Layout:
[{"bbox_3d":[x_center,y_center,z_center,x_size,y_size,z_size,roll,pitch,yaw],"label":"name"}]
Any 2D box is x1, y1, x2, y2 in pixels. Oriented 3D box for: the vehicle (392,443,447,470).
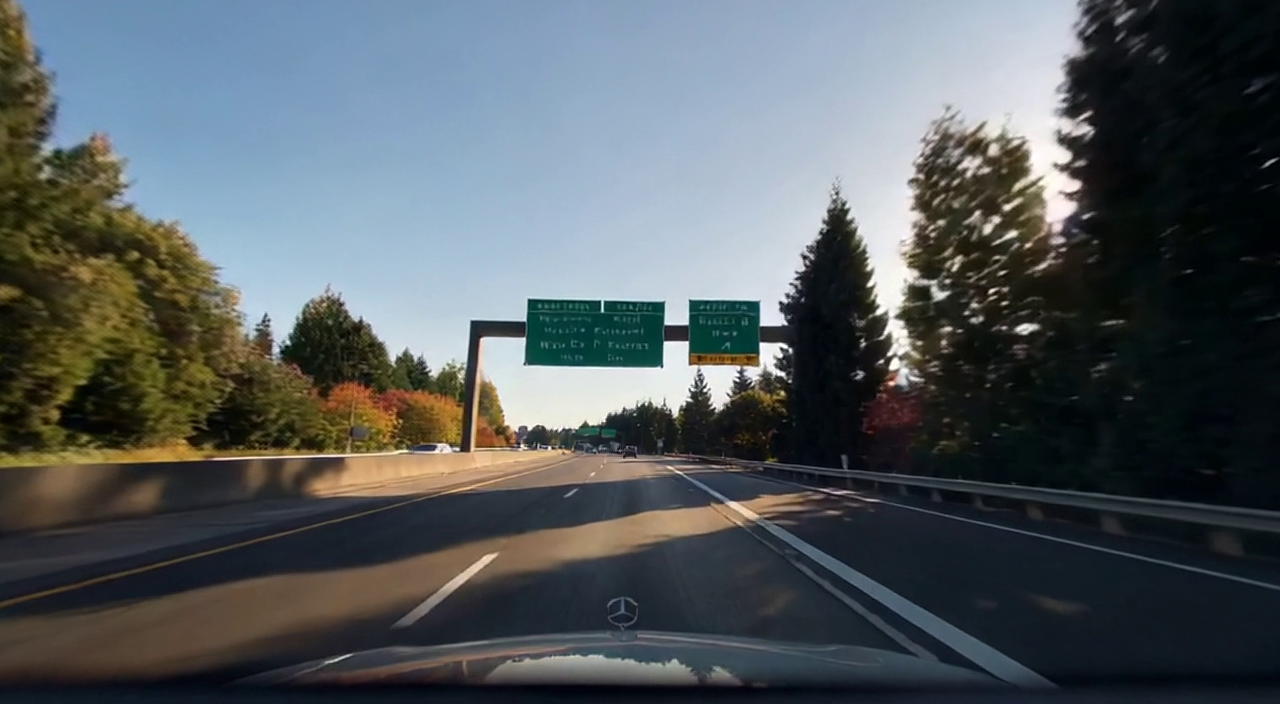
[{"bbox_3d":[-12.883,6.101,36.814,1.788,1.478,3.988,0,-9,0],"label":"vehicle"}]
